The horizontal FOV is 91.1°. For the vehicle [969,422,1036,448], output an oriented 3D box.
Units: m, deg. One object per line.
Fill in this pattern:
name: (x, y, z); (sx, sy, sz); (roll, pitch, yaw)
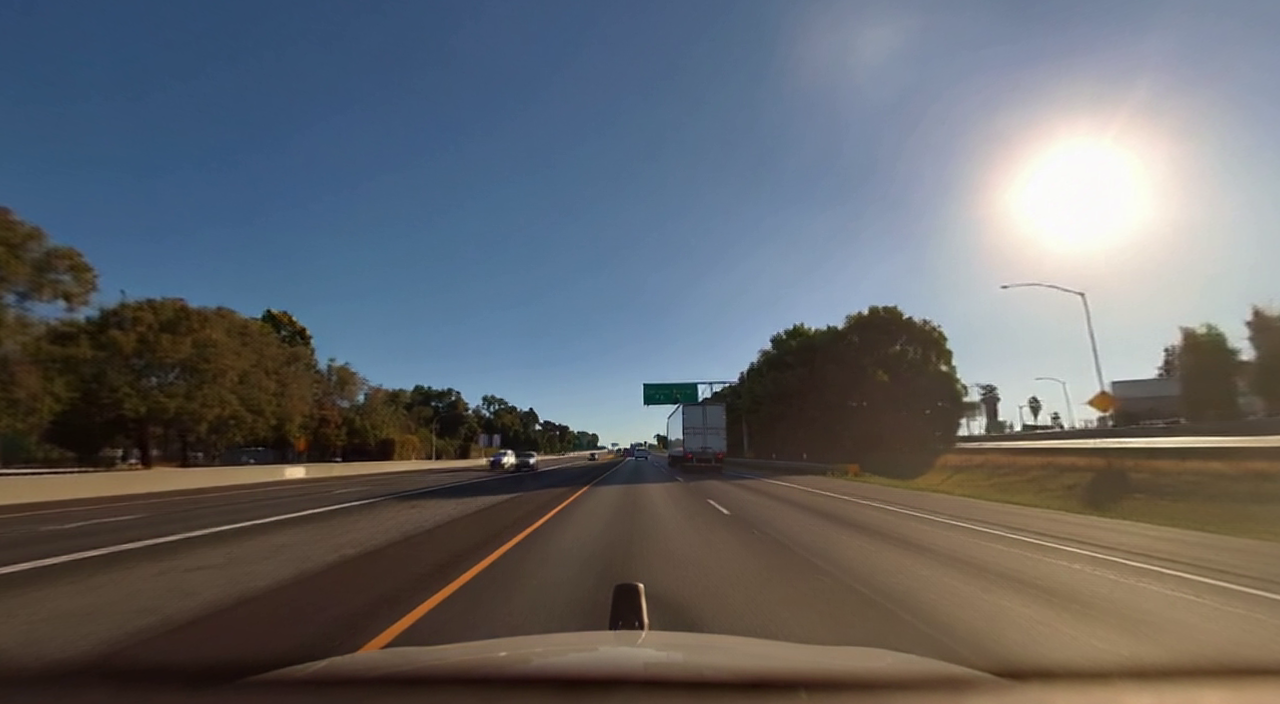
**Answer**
vehicle: (22.726, 5.252, 39.609); (1.800, 1.506, 3.851); (0, -9, -2)

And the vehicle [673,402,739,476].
vehicle: (4.113, 5.944, 42.374); (3.185, 4.154, 12.638); (0, -9, 0)
